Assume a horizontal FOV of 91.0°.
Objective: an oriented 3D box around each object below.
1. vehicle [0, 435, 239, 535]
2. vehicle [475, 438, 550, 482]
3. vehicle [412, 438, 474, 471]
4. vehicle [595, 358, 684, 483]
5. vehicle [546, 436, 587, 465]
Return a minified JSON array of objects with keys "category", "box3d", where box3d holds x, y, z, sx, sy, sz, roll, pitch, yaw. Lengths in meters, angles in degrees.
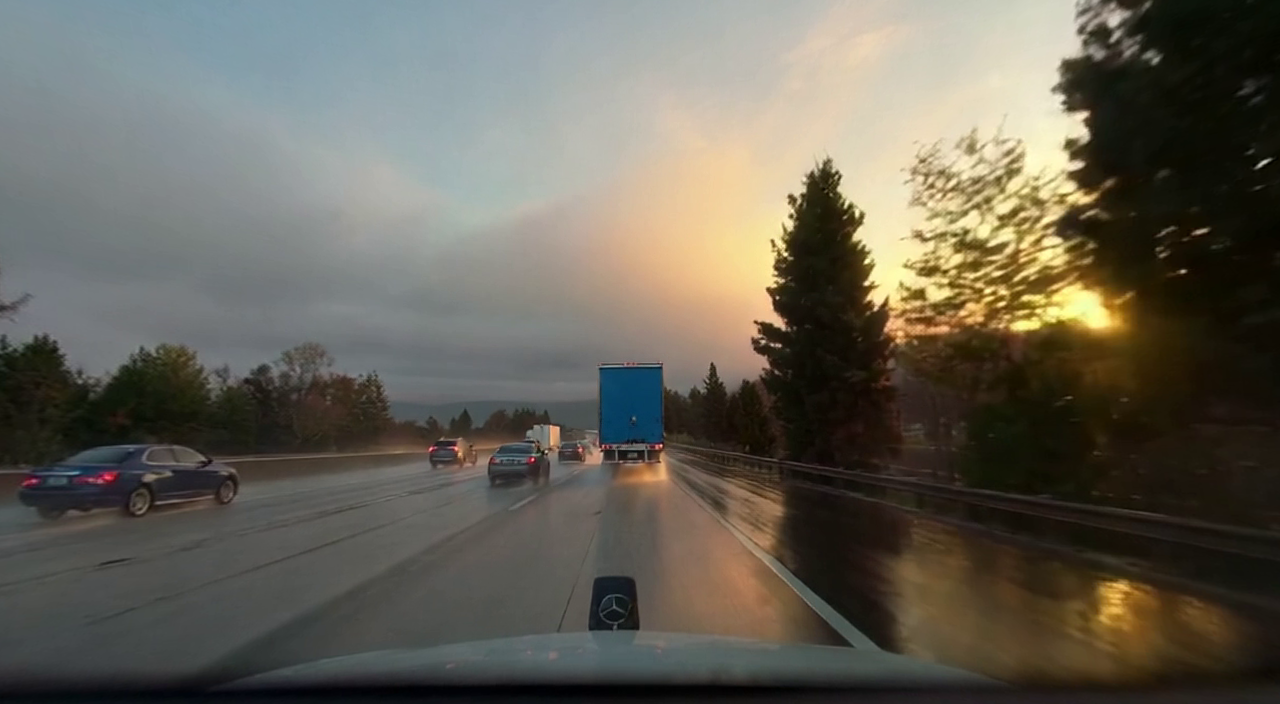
[{"category":"vehicle","box3d":[-10.055,2.372,11.988,1.899,1.517,4.554,0,-8,-1]},{"category":"vehicle","box3d":[-4.871,4.180,24.689,2.164,1.582,3.979,0,-8,-1]},{"category":"vehicle","box3d":[-10.301,5.389,33.232,1.952,1.590,4.090,0,-8,1]},{"category":"vehicle","box3d":[-0.225,3.008,26.262,2.913,4.113,10.724,0,-8,-2]},{"category":"vehicle","box3d":[-4.605,6.255,40.102,2.158,1.680,4.087,0,-8,0]}]
